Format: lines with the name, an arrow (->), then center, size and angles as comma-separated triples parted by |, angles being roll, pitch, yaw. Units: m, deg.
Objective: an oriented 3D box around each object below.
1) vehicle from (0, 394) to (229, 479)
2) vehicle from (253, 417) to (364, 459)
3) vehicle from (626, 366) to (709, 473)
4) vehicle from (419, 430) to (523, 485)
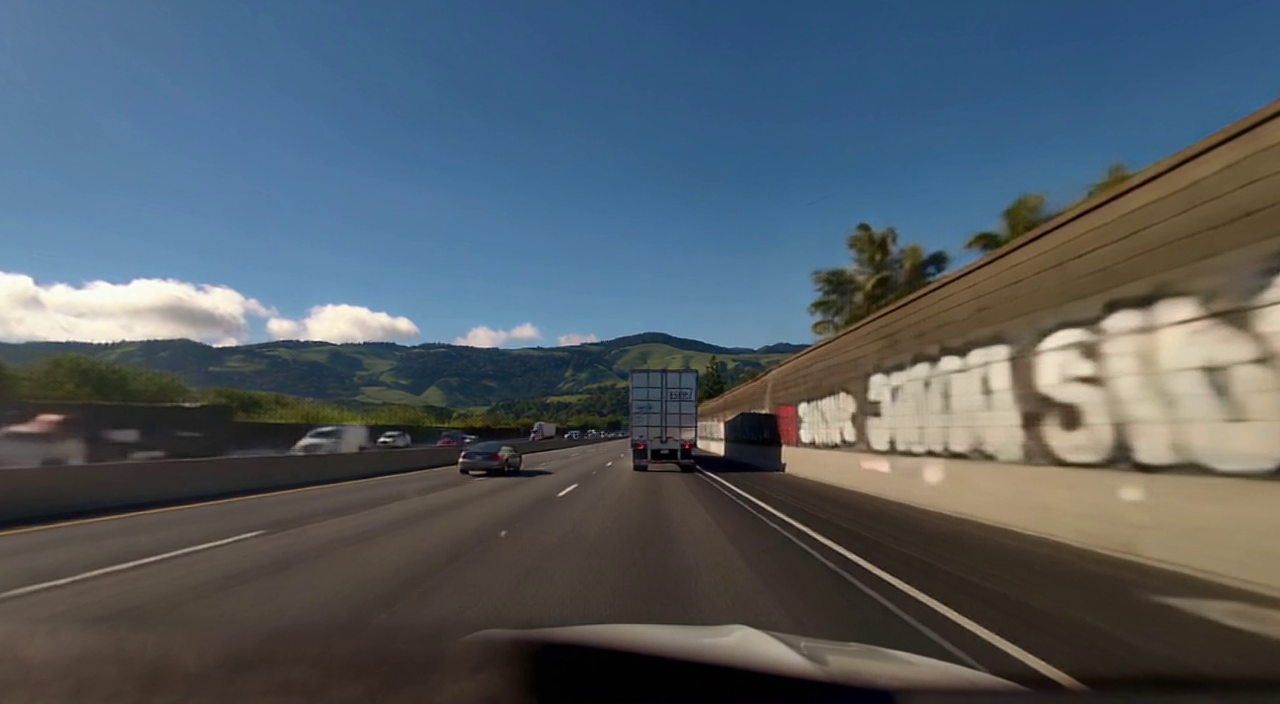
vehicle -> -22.121, 3.673, 27.319 | 2.853, 3.094, 8.285 | 0, -8, 1
vehicle -> -14.331, 3.769, 27.668 | 2.026, 1.651, 5.129 | 0, -8, 1
vehicle -> 0.883, 3.103, 27.726 | 2.921, 3.765, 10.773 | 0, -8, -1
vehicle -> -5.242, 3.320, 20.247 | 1.982, 1.535, 4.519 | 0, -8, 1
